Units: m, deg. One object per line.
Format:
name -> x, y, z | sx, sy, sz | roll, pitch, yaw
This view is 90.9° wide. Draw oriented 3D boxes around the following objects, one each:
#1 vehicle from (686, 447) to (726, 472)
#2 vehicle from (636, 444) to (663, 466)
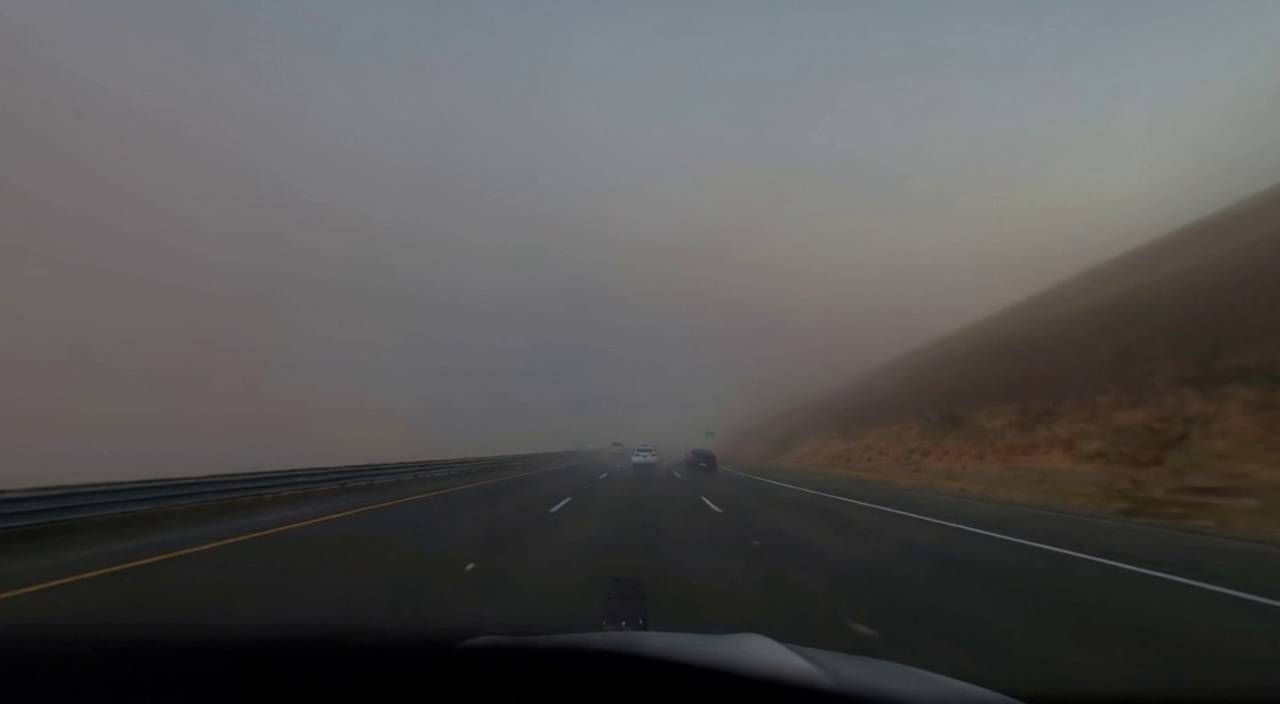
vehicle -> 3.870, 6.377, 37.646 | 1.976, 1.352, 3.602 | 0, -8, 0
vehicle -> 0.700, 8.068, 49.534 | 1.986, 1.576, 4.312 | 0, -8, 0
